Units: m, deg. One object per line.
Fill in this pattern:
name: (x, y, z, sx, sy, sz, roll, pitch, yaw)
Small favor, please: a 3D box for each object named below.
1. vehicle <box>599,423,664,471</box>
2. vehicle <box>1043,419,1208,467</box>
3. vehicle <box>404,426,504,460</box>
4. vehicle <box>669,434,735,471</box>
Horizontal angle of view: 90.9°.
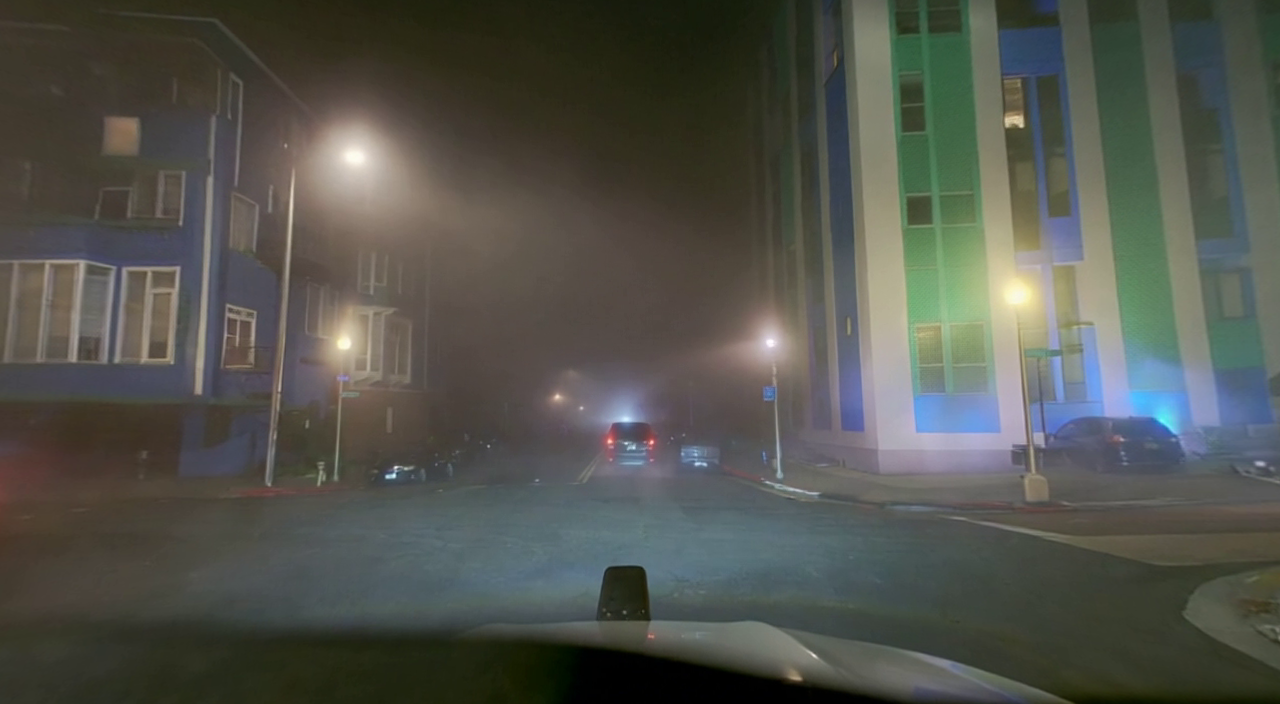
vehicle: (-0.477, 4.048, 26.958, 2.412, 1.834, 4.636, 1, -9, -5)
vehicle: (15.389, 2.920, 20.138, 3.752, 1.453, 1.709, 0, -9, 2)
vehicle: (-11.439, 5.596, 38.868, 5.540, 1.950, 2.113, 4, -12, -28)
vehicle: (2.541, 4.298, 27.056, 2.290, 1.456, 4.503, 0, -8, -1)
